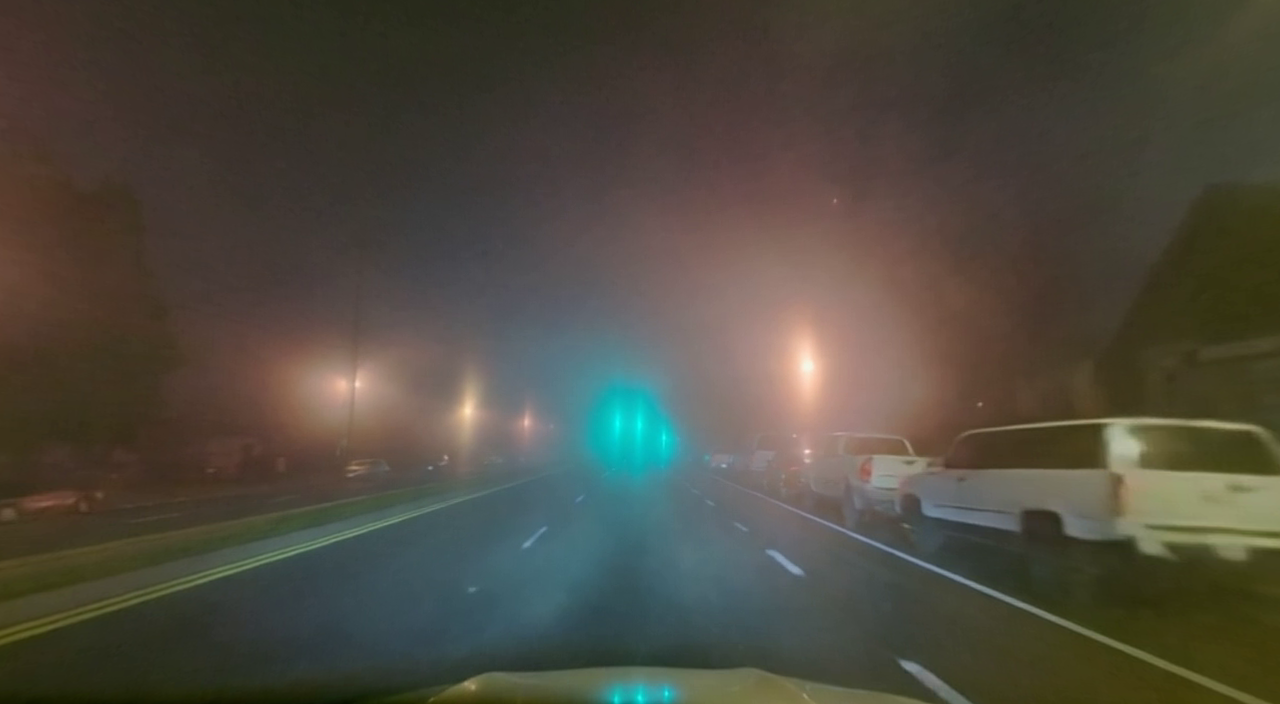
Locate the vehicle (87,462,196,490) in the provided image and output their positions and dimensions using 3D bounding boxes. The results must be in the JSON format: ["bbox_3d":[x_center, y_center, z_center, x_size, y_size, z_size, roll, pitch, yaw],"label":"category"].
[{"bbox_3d":[-28.098,6.979,35.691,4.532,1.456,1.853,0,-9,0],"label":"vehicle"}]

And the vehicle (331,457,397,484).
[{"bbox_3d":[-17.572,7.542,40.506,2.039,1.508,4.613,-1,-9,1],"label":"vehicle"}]

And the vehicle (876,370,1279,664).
[{"bbox_3d":[4.521,1.415,6.589,2.078,1.837,5.088,0,-9,0],"label":"vehicle"}]

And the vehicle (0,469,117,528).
[{"bbox_3d":[-17.650,4.168,17.972,1.831,1.428,4.456,-3,-9,-1],"label":"vehicle"}]
